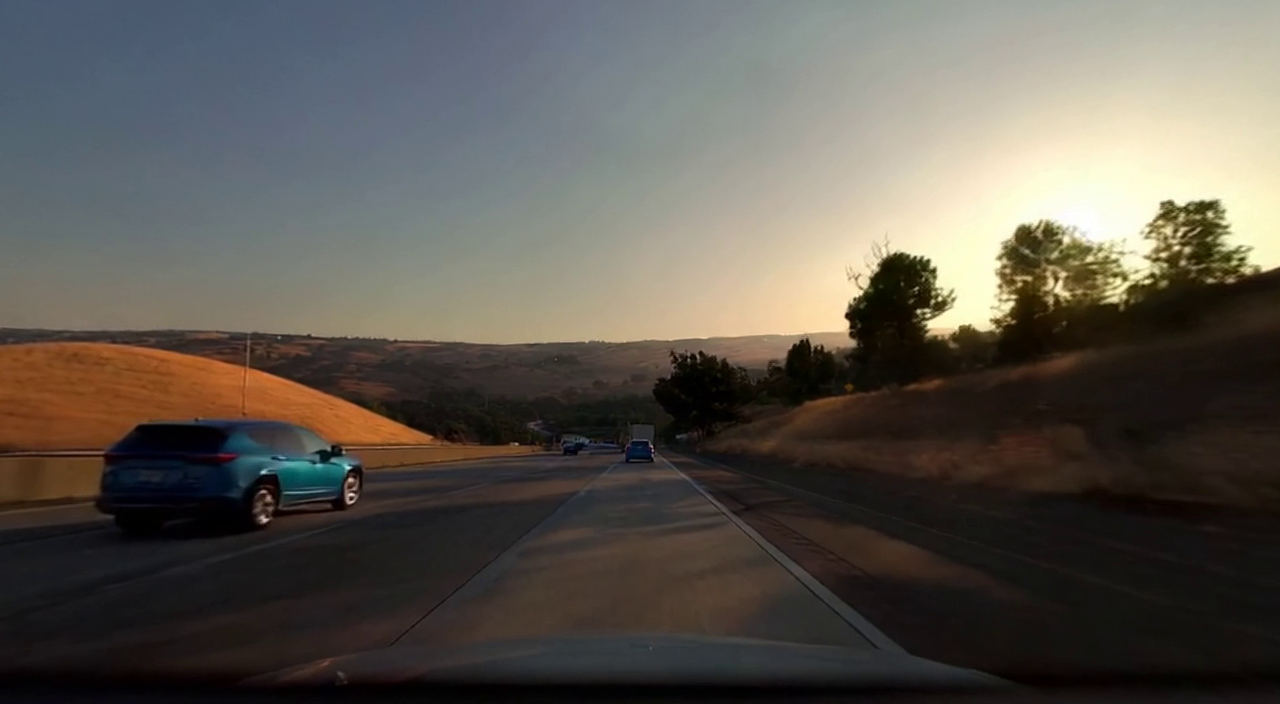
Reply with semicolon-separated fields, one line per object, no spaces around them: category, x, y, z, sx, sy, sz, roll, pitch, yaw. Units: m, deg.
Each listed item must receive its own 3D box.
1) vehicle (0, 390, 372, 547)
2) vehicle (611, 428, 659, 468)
vehicle;-6.997;1.877;10.819;2.323;1.947;5.672;0;-8;0
vehicle;-0.234;4.997;32.849;2.309;1.915;5.130;0;-8;0
